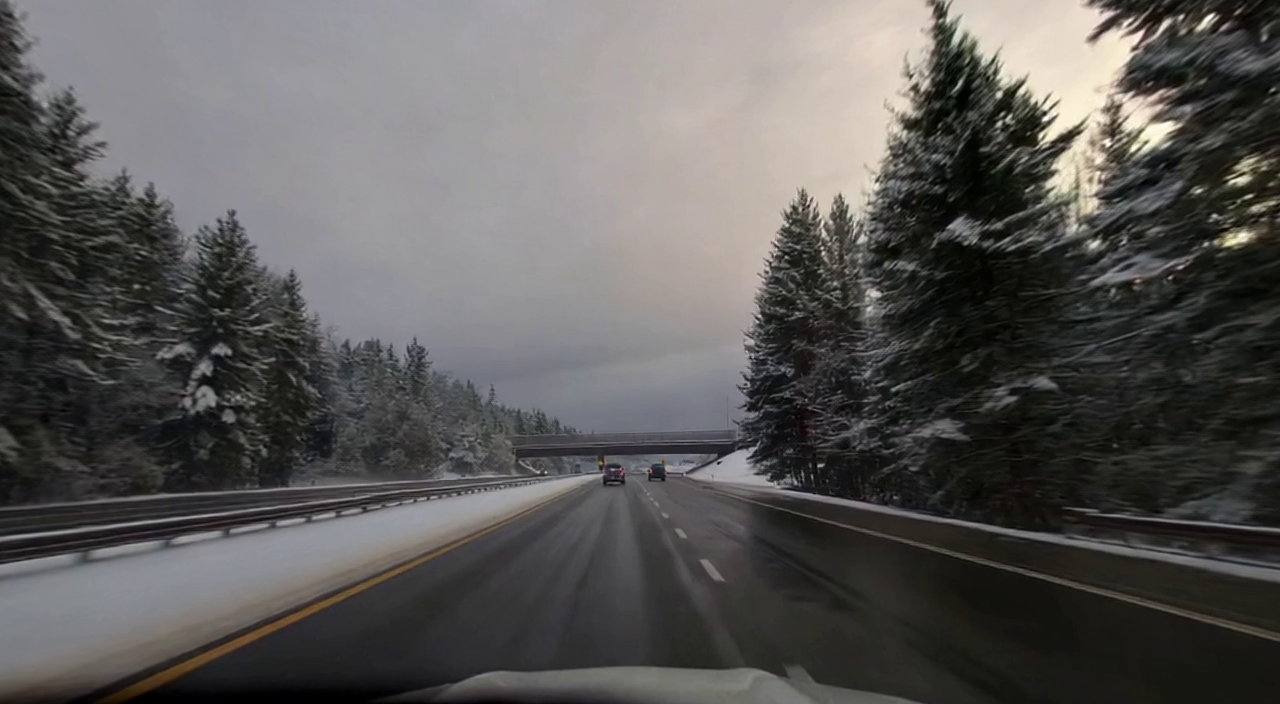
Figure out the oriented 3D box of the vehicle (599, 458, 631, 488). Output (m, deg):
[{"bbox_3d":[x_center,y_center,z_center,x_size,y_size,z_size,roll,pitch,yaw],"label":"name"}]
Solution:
[{"bbox_3d":[-1.753,8.676,45.333,2.162,1.973,4.341,1,-11,-2],"label":"vehicle"}]
